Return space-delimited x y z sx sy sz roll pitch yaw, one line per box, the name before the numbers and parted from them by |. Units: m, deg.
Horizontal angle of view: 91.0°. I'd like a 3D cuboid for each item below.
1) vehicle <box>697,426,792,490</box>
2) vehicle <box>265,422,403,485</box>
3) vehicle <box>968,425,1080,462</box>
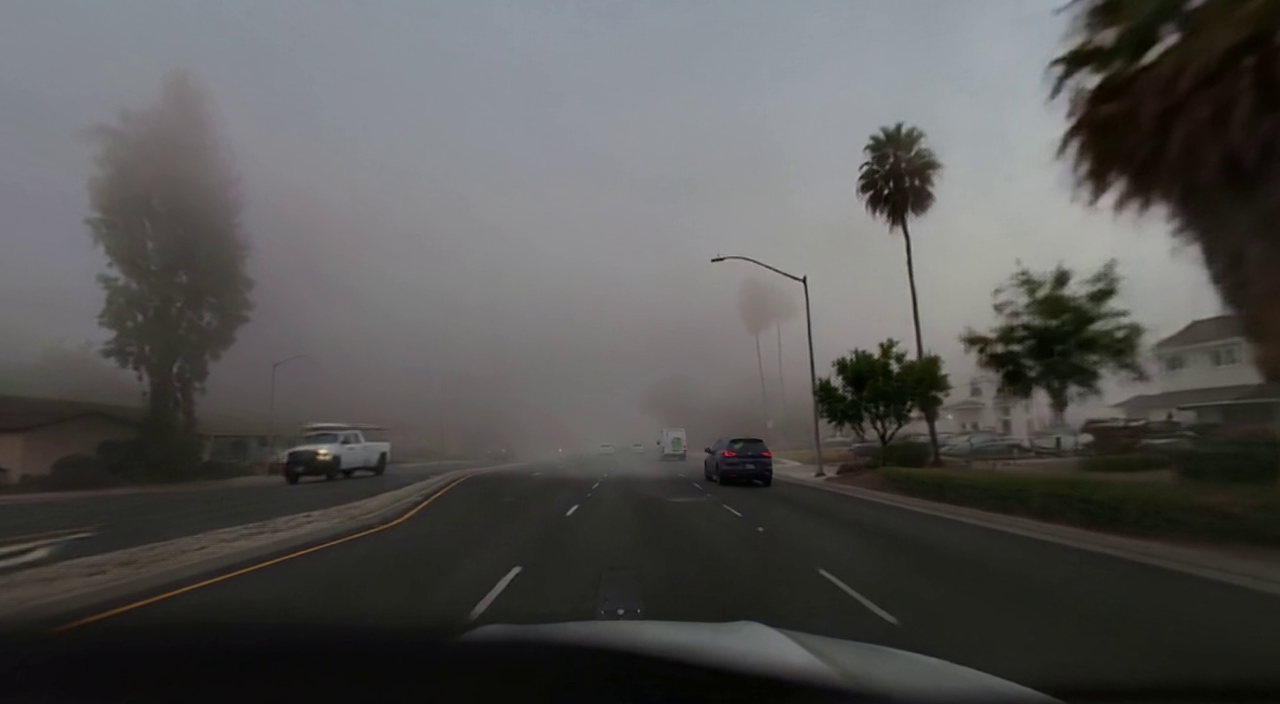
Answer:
vehicle | 3.375 3.538 21.348 2.244 1.901 4.561 0 -8 -3
vehicle | -15.383 5.201 32.564 3.083 2.852 7.976 0 -8 0
vehicle | 18.922 4.566 31.290 1.962 1.699 4.673 2 -9 -12
